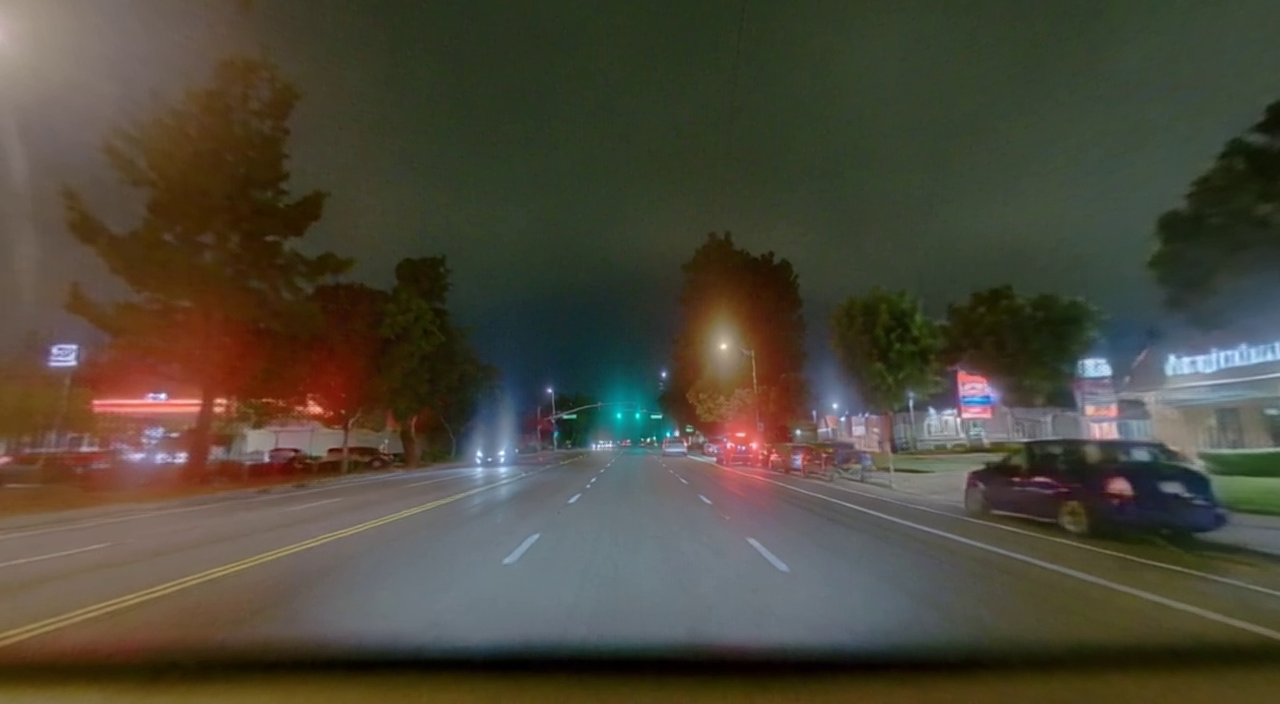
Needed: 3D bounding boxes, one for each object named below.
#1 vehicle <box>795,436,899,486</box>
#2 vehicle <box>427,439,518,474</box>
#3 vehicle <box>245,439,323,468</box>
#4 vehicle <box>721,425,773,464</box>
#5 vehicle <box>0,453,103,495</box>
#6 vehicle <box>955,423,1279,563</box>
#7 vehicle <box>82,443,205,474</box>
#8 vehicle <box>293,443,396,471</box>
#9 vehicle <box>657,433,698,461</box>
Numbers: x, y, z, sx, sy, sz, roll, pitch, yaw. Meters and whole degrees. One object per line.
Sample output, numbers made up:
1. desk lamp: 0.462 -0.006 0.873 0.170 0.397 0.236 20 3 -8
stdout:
1. vehicle: 7.372 3.936 23.163 1.951 1.601 5.147 0 -8 -2
2. vehicle: -8.457 5.193 31.670 4.700 1.567 2.165 -8 -11 42
3. vehicle: -24.792 7.149 44.227 1.980 1.780 4.859 -4 -11 12
4. vehicle: 7.091 6.233 42.595 2.323 2.433 5.901 0 -8 -1
5. vehicle: -23.732 4.654 24.268 1.768 1.429 4.423 -2 -8 13
6. vehicle: 7.214 2.058 10.042 1.994 1.691 4.472 0 -8 -1
7. vehicle: -25.346 5.417 32.485 1.893 1.477 4.621 -3 -9 15
8. vehicle: -16.030 5.703 34.351 4.635 1.457 2.060 -2 -8 10
9. vehicle: 2.540 6.587 43.977 2.293 1.814 4.589 0 -8 -3
